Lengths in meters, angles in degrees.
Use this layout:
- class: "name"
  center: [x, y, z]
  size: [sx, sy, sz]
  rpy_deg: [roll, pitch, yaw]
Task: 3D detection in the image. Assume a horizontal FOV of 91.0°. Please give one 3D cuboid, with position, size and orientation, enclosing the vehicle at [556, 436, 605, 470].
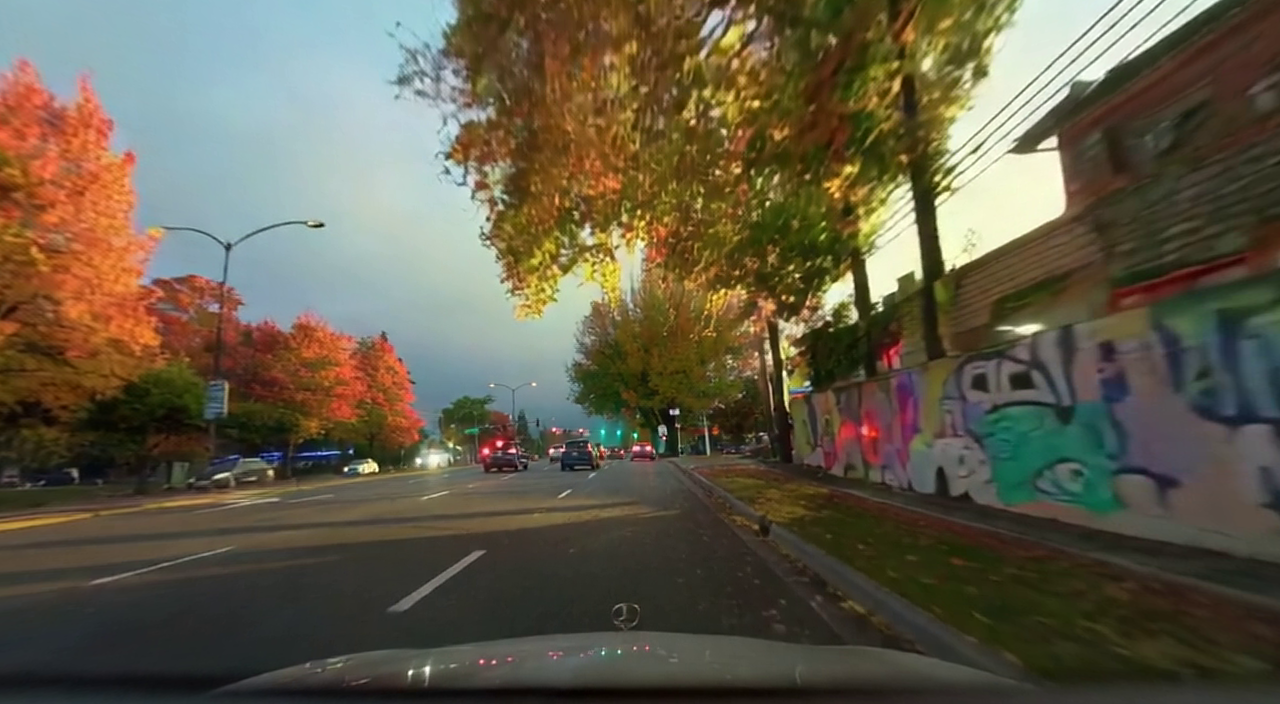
- class: "vehicle"
  center: [-3.194, 5.553, 34.697]
  size: [2.165, 1.663, 4.513]
  rpy_deg: [0, -9, 1]

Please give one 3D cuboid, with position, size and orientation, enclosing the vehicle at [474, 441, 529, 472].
- class: "vehicle"
  center: [-7.532, 5.738, 34.681]
  size: [1.932, 1.596, 4.247]
  rpy_deg: [0, -9, 1]

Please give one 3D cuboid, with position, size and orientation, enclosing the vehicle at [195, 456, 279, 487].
- class: "vehicle"
  center: [-23.675, 7.017, 37.176]
  size: [1.955, 1.631, 4.469]
  rpy_deg: [0, -9, 0]
